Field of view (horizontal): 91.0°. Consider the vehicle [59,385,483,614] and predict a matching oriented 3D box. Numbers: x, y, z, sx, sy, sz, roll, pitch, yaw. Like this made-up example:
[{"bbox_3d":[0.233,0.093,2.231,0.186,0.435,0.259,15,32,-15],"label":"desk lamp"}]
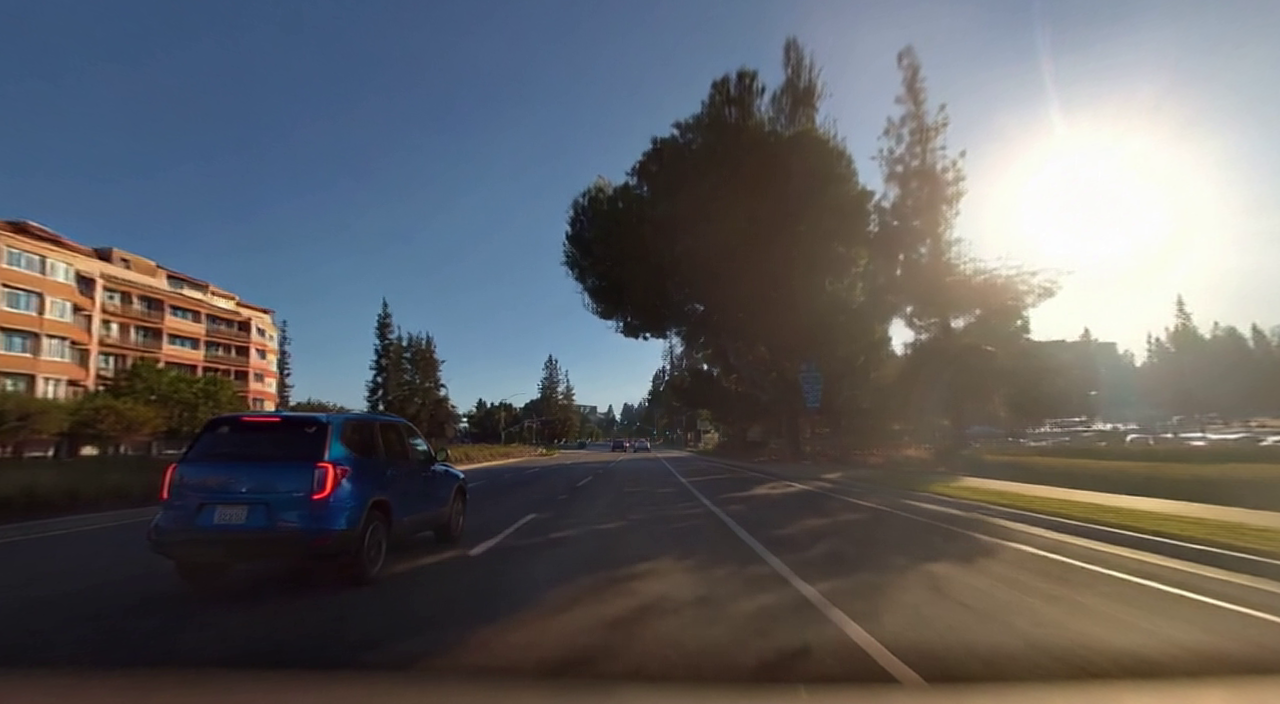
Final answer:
[{"bbox_3d":[-3.350,1.433,7.069,2.033,1.713,4.503,0,-8,0],"label":"vehicle"}]
